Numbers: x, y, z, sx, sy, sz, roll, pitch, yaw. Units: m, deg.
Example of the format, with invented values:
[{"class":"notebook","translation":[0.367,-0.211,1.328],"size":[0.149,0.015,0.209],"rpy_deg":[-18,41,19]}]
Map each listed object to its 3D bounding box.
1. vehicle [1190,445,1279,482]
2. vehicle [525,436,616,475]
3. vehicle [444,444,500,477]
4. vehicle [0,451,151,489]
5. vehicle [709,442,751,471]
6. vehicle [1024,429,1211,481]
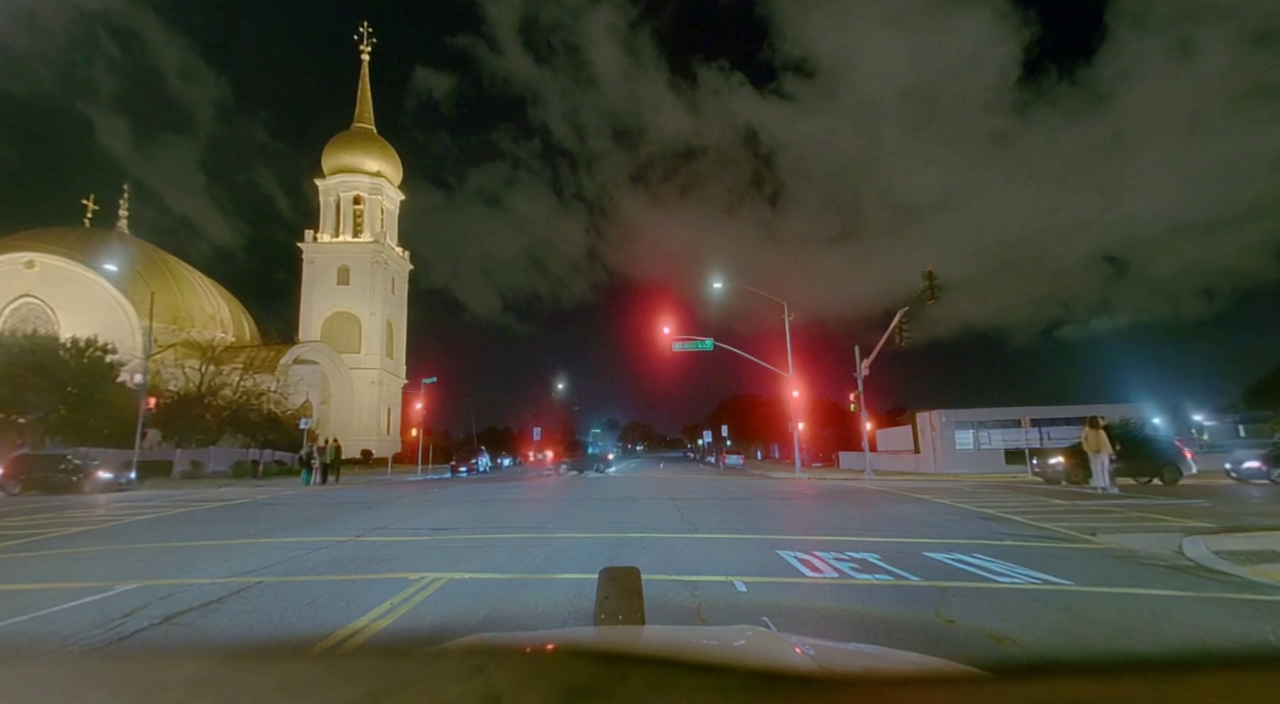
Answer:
[{"class":"vehicle","translation":[26.392,4.678,26.683],"size":[4.561,1.475,1.850],"rpy_deg":[0,-8,0]},{"class":"vehicle","translation":[-3.305,5.031,30.955],"size":[2.051,1.724,4.567],"rpy_deg":[-5,-10,30]},{"class":"vehicle","translation":[-10.240,6.604,38.909],"size":[2.076,1.876,4.669],"rpy_deg":[0,-8,1]},{"class":"vehicle","translation":[-23.351,4.864,26.230],"size":[4.479,1.476,1.873],"rpy_deg":[0,-8,1]},{"class":"vehicle","translation":[5.839,6.855,41.504],"size":[1.969,1.776,4.329],"rpy_deg":[0,-8,-2]},{"class":"vehicle","translation":[19.890,4.304,26.571],"size":[5.852,2.057,2.361],"rpy_deg":[0,-8,1]}]
